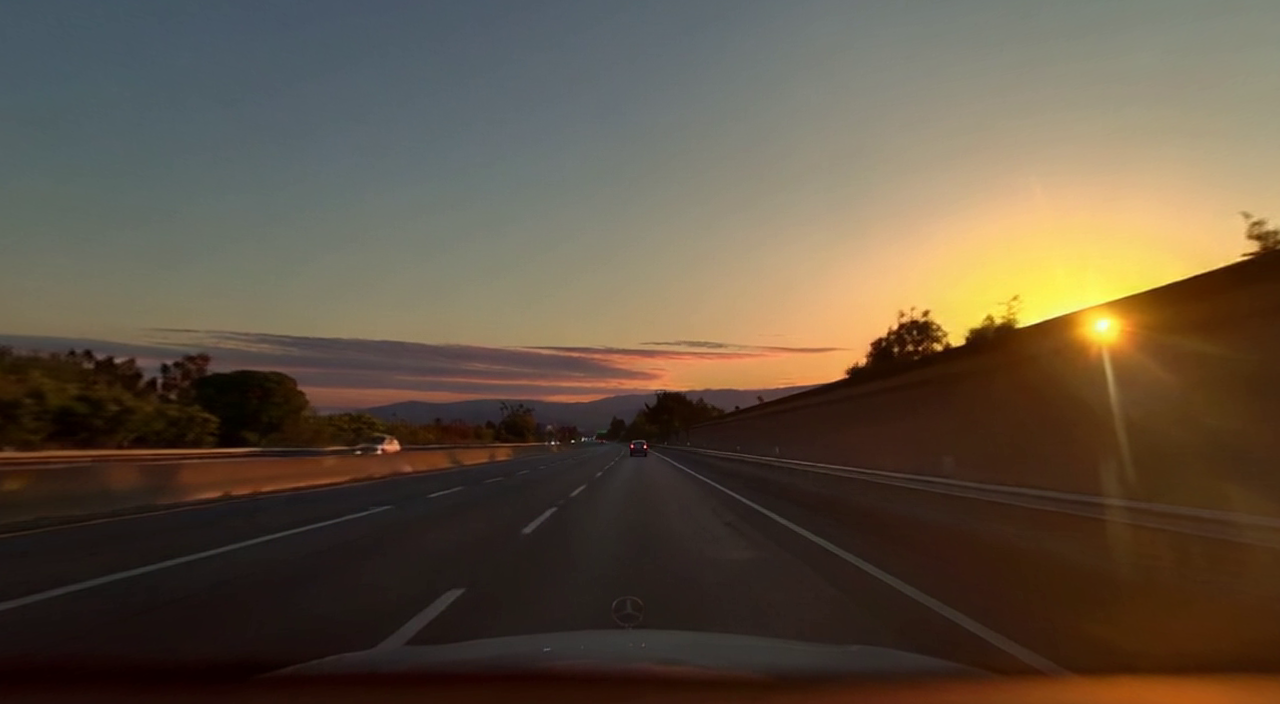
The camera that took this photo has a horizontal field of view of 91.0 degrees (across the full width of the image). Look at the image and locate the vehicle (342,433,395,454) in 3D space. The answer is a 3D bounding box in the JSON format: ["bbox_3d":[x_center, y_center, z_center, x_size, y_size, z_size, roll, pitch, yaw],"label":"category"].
[{"bbox_3d":[-21.156,7.146,49.271,1.994,1.536,4.786,0,-8,0],"label":"vehicle"}]
